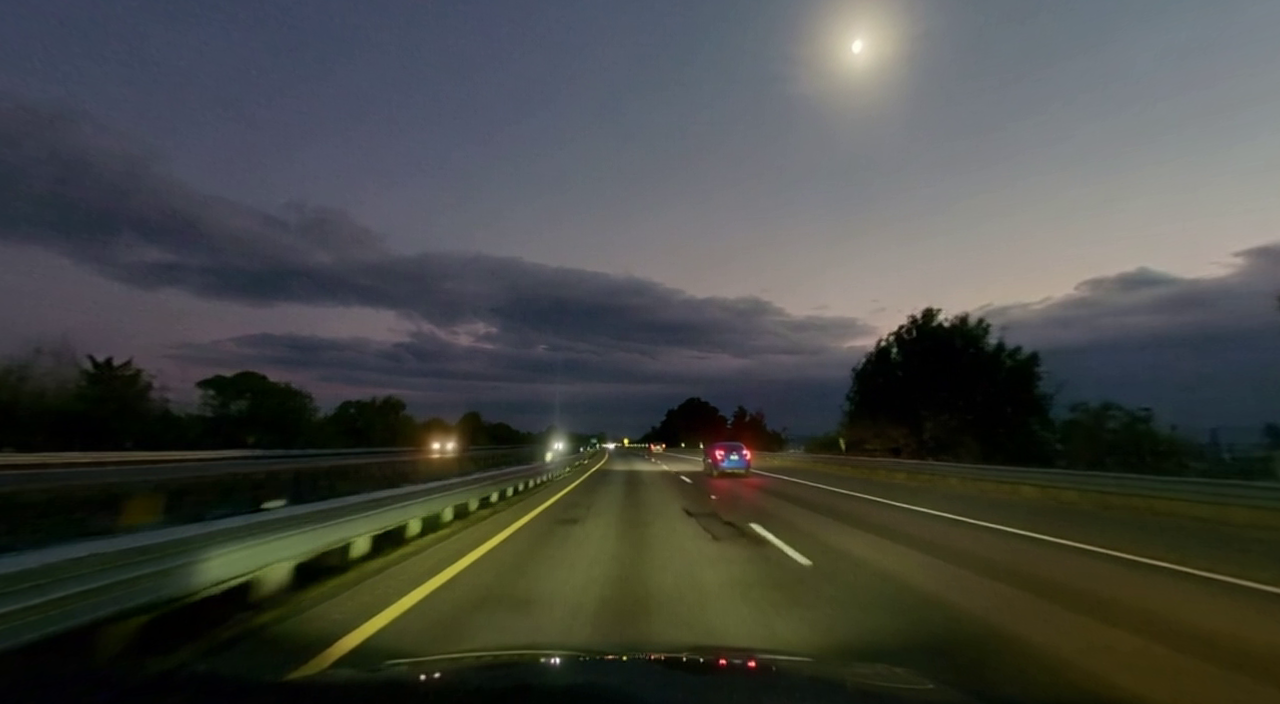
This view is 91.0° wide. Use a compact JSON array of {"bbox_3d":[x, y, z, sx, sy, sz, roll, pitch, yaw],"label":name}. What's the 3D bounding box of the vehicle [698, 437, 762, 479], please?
[{"bbox_3d":[3.529,4.217,25.233,1.945,1.538,3.729,0,-8,-1],"label":"vehicle"}]
